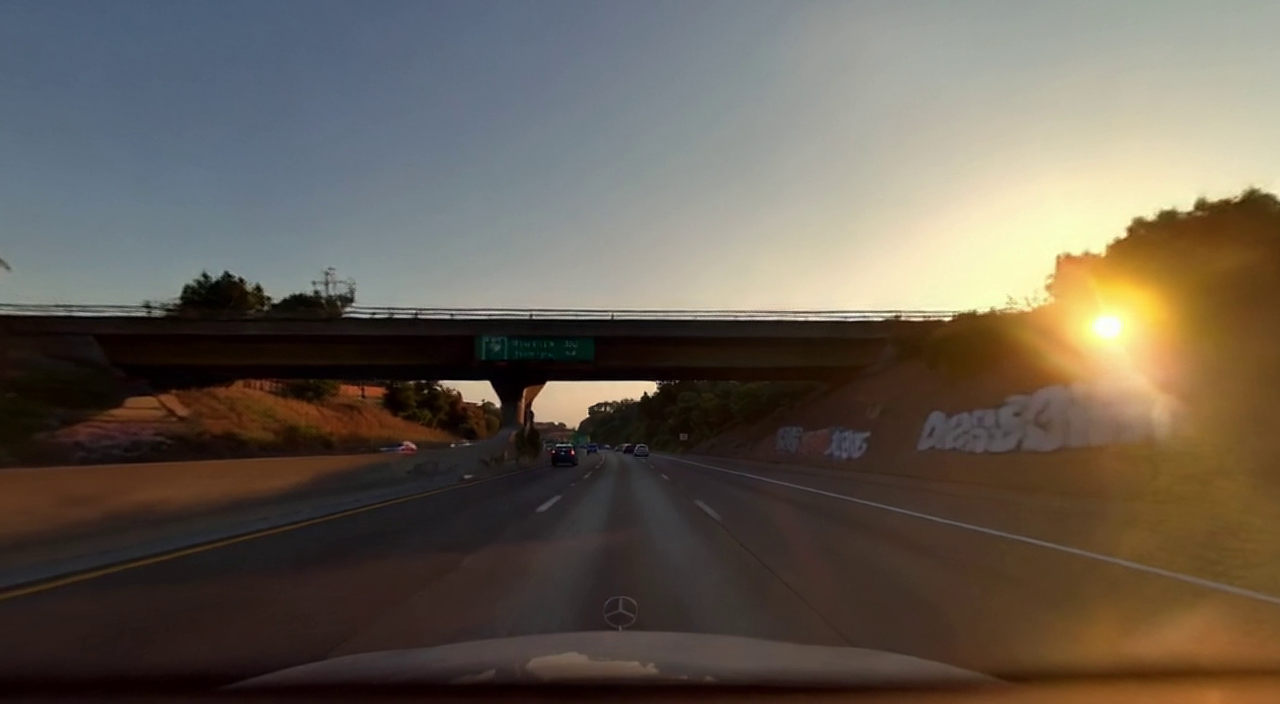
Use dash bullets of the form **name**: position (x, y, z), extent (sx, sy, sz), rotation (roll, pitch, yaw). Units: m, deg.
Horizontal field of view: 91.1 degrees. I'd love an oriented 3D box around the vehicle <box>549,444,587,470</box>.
- **vehicle**: position (-4.253, 6.253, 37.576), extent (1.871, 1.459, 3.771), rotation (0, -9, -1)
